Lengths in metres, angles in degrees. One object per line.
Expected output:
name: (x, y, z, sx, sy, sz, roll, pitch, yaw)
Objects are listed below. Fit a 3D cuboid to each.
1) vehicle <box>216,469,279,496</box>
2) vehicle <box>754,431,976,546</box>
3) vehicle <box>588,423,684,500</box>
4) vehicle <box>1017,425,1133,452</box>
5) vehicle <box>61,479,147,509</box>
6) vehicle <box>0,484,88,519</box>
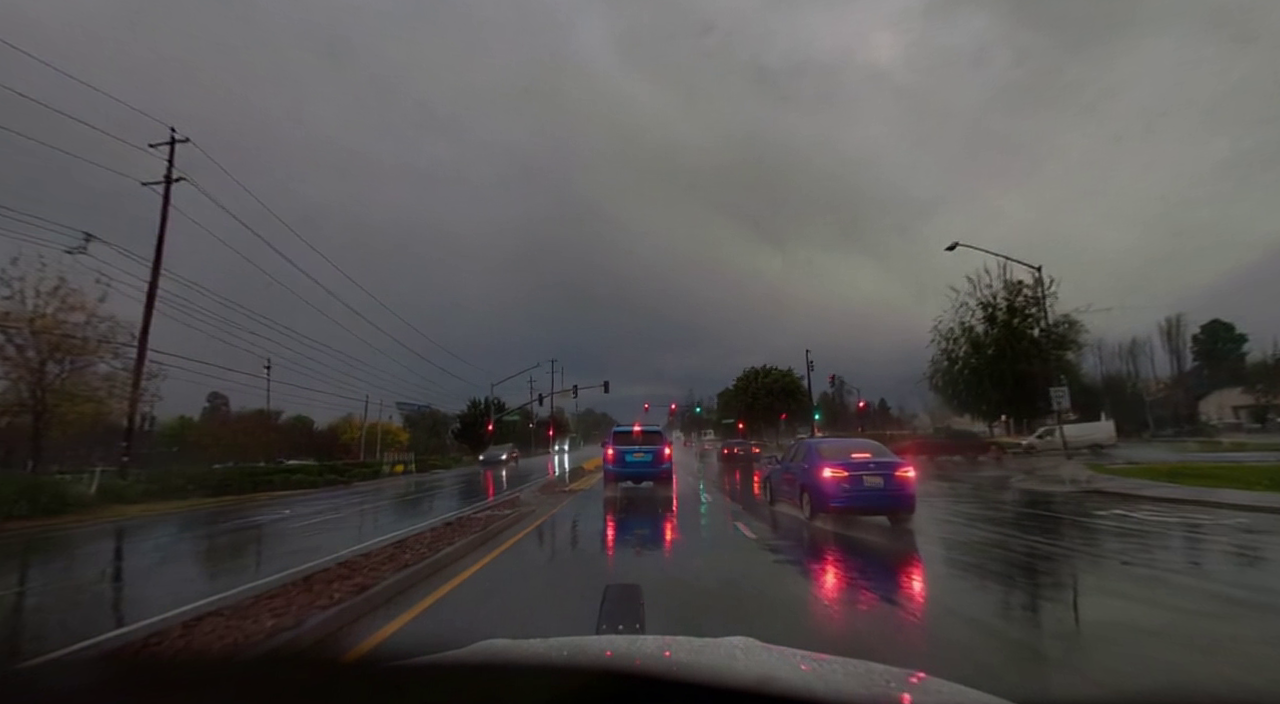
vehicle: (-25.413, 8.414, 40.900, 3.826, 1.522, 1.741, -5, -9, 29)
vehicle: (3.317, 2.103, 10.474, 1.984, 1.462, 4.513, 0, -9, 0)
vehicle: (-0.120, 2.958, 17.354, 2.300, 1.821, 4.254, 0, -9, -1)
vehicle: (33.663, 6.786, 49.065, 7.088, 1.918, 2.678, -7, -11, 38)
vehicle: (-33.361, 8.847, 39.394, 3.637, 1.483, 2.007, -2, -6, 1)
vehicle: (-32.673, 7.995, 33.803, 4.224, 1.614, 2.123, -1, -9, 1)
